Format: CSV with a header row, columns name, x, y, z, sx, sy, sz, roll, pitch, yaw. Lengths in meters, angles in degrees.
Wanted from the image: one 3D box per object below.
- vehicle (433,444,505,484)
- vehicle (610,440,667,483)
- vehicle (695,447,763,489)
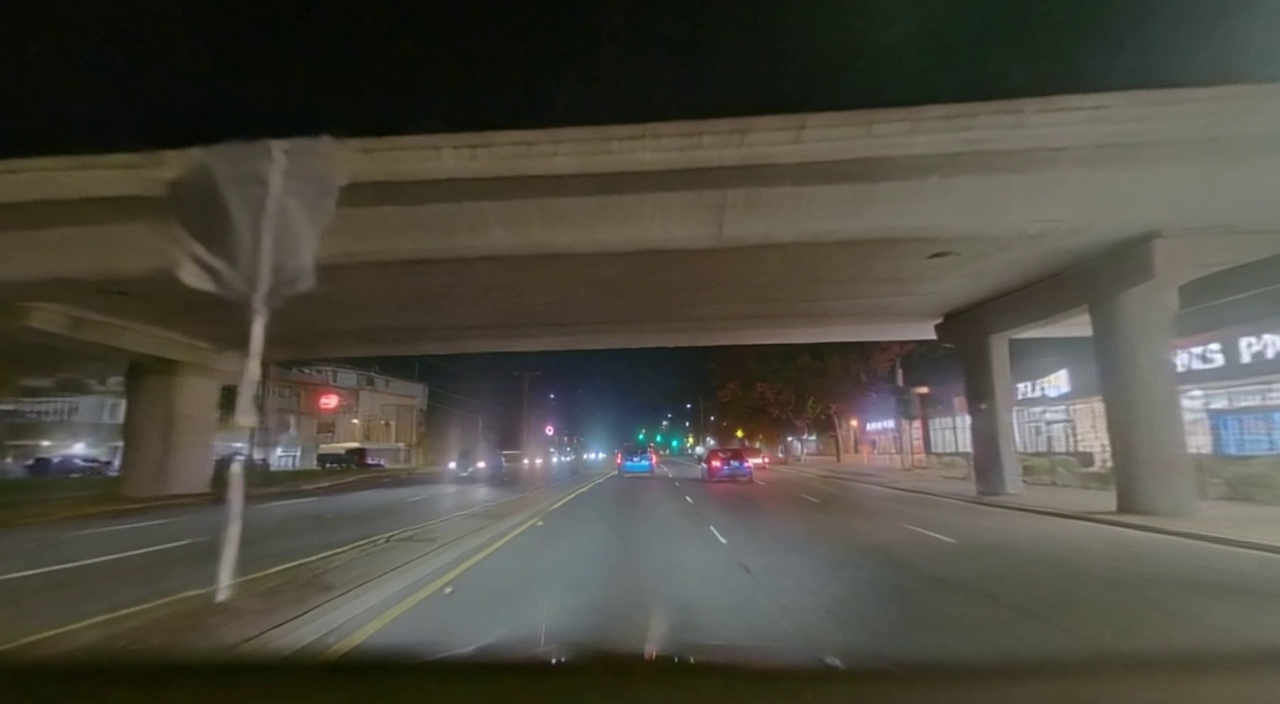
name,x,y,z,sx,sy,sz,roll,pitch,yaw
vehicle,-8.353,5.502,31.284,2.137,1.811,4.549,-1,-9,2
vehicle,-0.017,5.001,28.952,2.441,1.813,4.581,0,-9,1
vehicle,3.384,4.509,24.800,1.954,1.479,4.557,0,-9,-1
